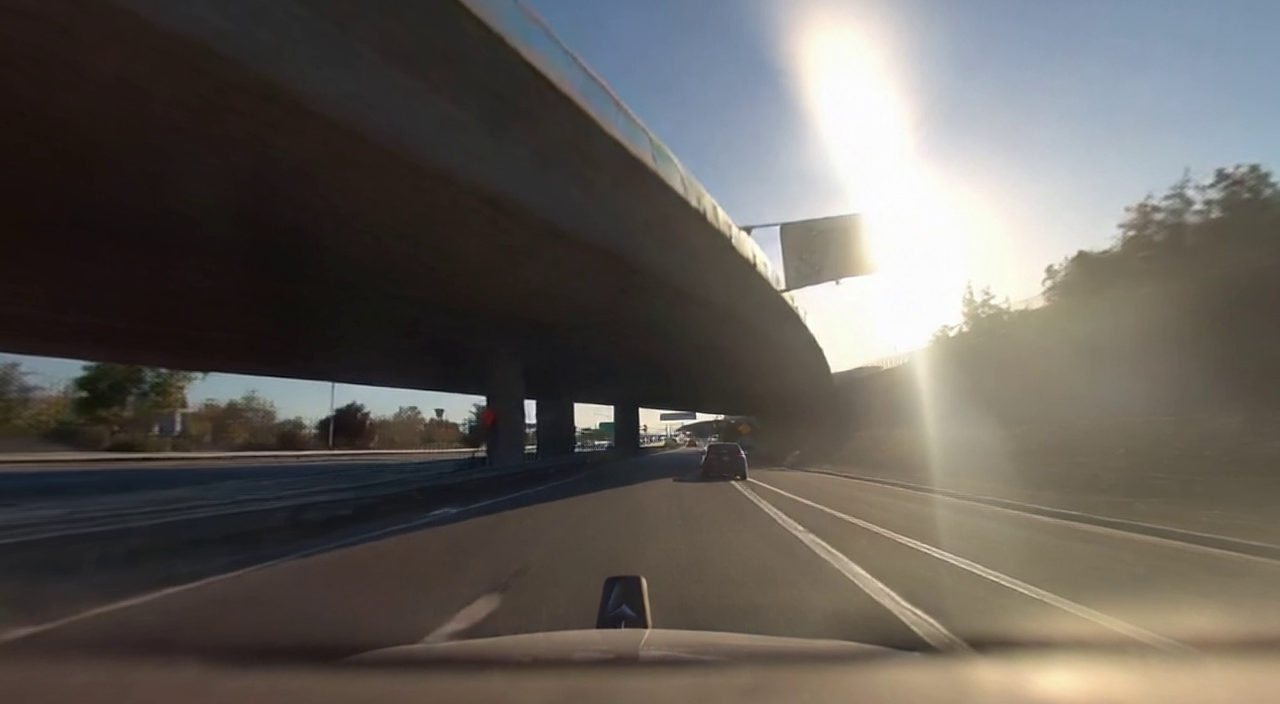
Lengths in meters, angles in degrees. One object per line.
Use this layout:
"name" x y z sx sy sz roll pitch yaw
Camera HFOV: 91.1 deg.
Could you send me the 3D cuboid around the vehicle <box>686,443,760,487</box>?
"vehicle" 2.852 3.992 22.640 2.124 1.405 4.398 0 -8 1
